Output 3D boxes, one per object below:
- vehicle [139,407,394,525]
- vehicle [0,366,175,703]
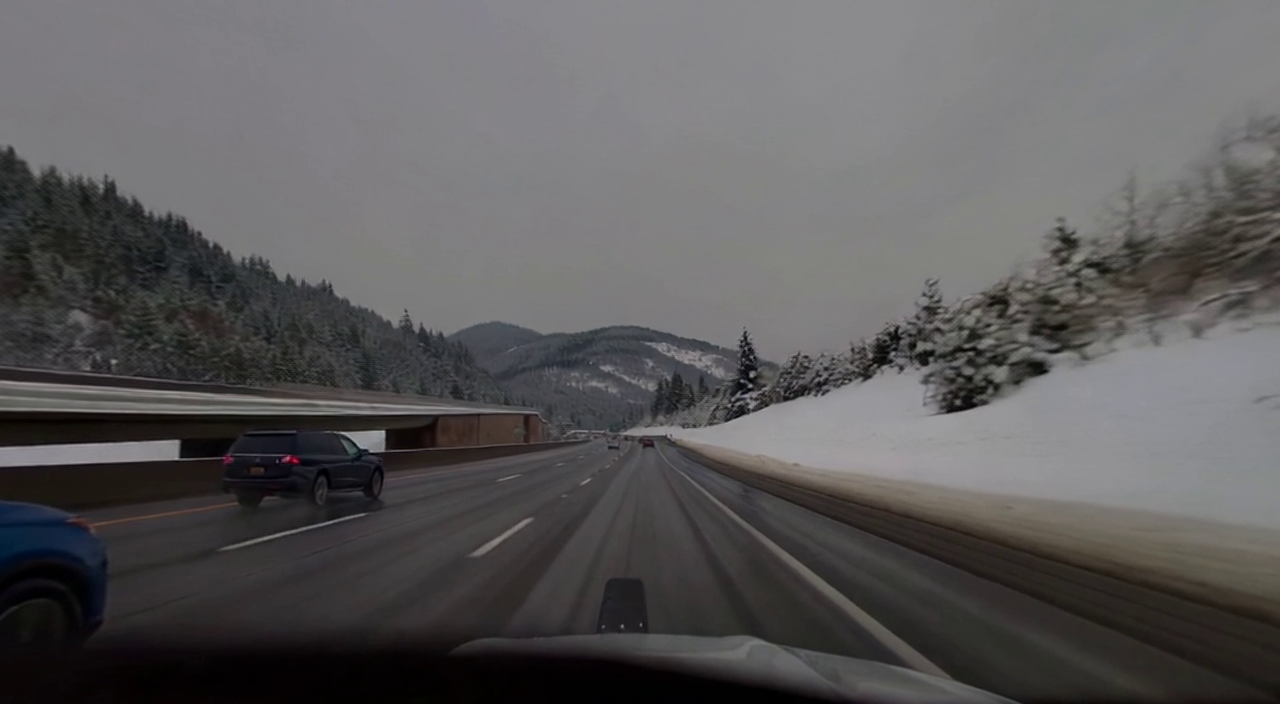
[{"bbox_3d":[-7.148,2.262,12.951,2.151,1.925,4.945,0,-9,0],"label":"vehicle"},{"bbox_3d":[-3.804,0.720,1.575,1.983,1.663,4.290,0,-9,0],"label":"vehicle"}]
